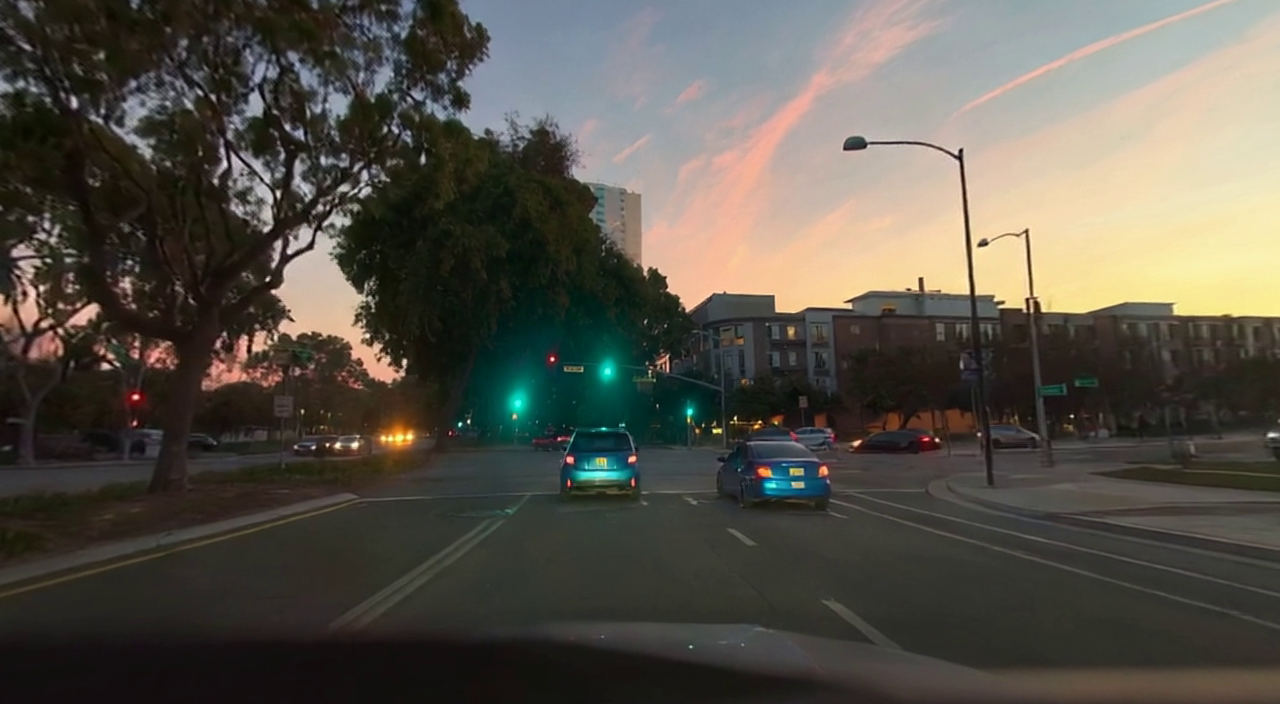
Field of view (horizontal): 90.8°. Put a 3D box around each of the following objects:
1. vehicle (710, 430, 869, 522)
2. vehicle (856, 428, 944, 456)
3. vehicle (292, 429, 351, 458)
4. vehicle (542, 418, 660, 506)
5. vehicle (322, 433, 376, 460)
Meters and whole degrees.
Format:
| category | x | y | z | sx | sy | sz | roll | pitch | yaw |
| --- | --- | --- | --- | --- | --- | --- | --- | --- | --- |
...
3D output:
| category | x | y | z | sx | sy | sz | roll | pitch | yaw |
| --- | --- | --- | --- | --- | --- | --- | --- | --- | --- |
| vehicle | 2.719 | 2.377 | 12.671 | 1.918 | 1.479 | 4.468 | 0 | -9 | -2 |
| vehicle | 17.306 | 6.053 | 42.311 | 5.023 | 1.756 | 2.001 | -1 | -9 | 9 |
| vehicle | -24.229 | 6.994 | 48.390 | 2.423 | 1.974 | 6.001 | -1 | -8 | -11 |
| vehicle | -0.902 | 2.492 | 14.654 | 2.317 | 1.713 | 4.231 | 1 | -9 | -4 |
| vehicle | -20.244 | 6.576 | 44.158 | 2.207 | 1.765 | 4.569 | 1 | -9 | -10 |
